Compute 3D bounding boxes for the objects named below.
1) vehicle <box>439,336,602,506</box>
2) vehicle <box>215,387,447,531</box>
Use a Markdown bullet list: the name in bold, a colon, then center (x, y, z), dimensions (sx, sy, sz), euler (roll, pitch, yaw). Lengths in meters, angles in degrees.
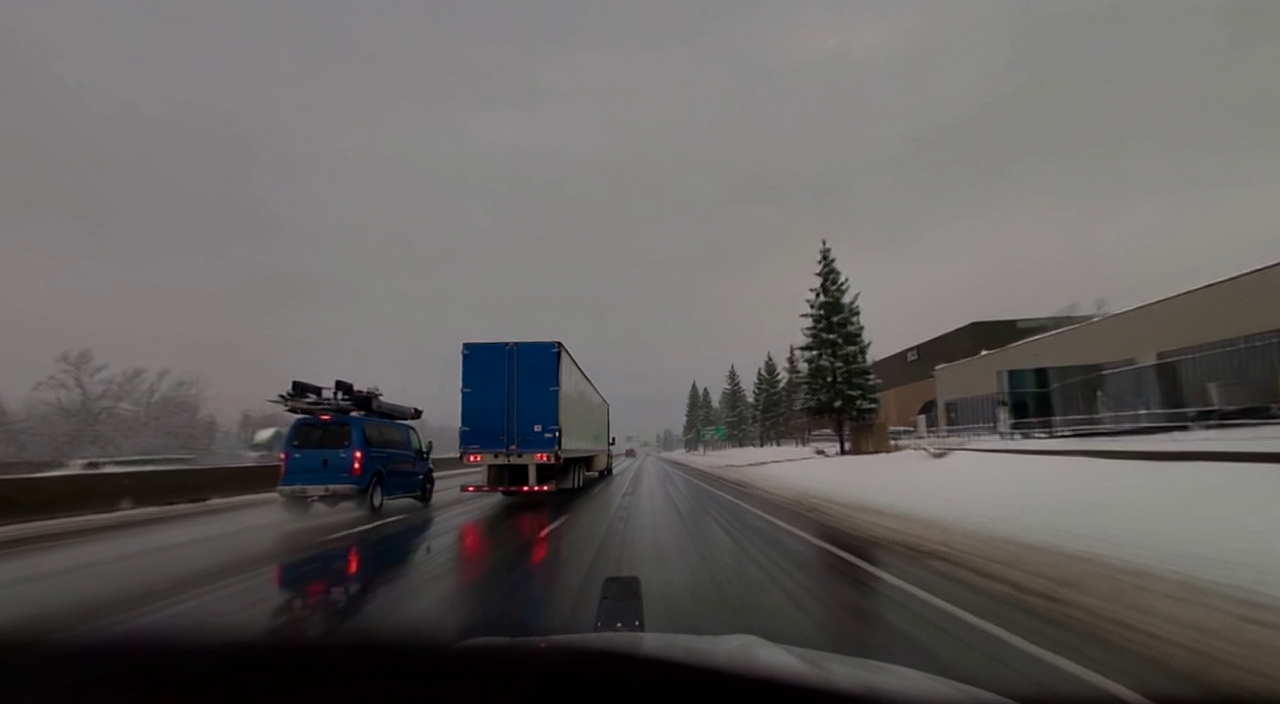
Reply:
- **vehicle**: center (-3.393, 2.897, 23.651), dimensions (2.939, 4.132, 16.303), euler (1, -9, 0)
- **vehicle**: center (-6.721, 2.441, 14.905), dimensions (2.385, 2.672, 6.049), euler (0, -9, 0)
